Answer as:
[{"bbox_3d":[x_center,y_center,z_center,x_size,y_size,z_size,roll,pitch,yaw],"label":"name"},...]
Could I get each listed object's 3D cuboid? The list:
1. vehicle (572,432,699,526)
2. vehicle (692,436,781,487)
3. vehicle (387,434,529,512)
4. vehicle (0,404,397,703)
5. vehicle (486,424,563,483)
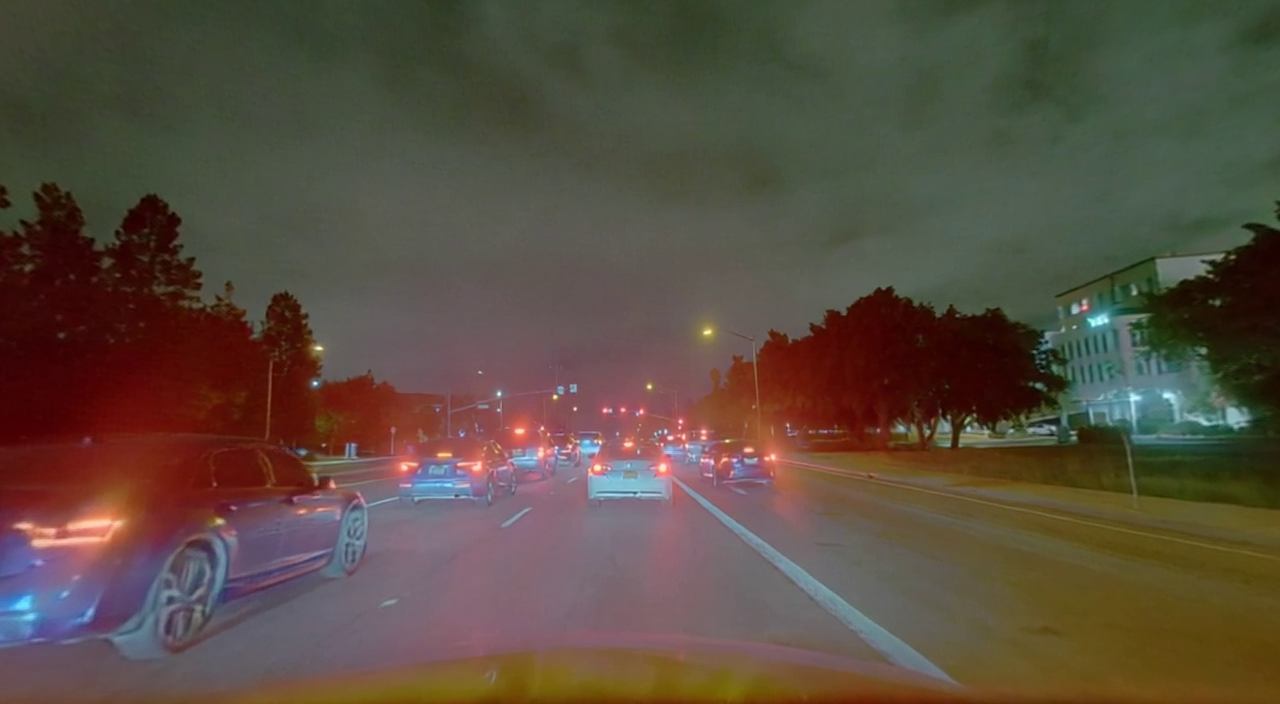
[{"bbox_3d":[-0.122,2.307,12.073,2.007,1.467,4.059,0,-8,-2],"label":"vehicle"},{"bbox_3d":[2.959,3.483,20.398,1.978,1.452,4.381,0,-8,-3],"label":"vehicle"},{"bbox_3d":[-3.862,2.639,14.264,1.985,1.467,4.224,0,-8,0],"label":"vehicle"},{"bbox_3d":[-3.719,1.273,4.749,2.052,1.475,4.341,0,-8,0],"label":"vehicle"},{"bbox_3d":[-3.985,3.605,22.660,2.054,1.881,4.469,0,-8,-2],"label":"vehicle"}]
